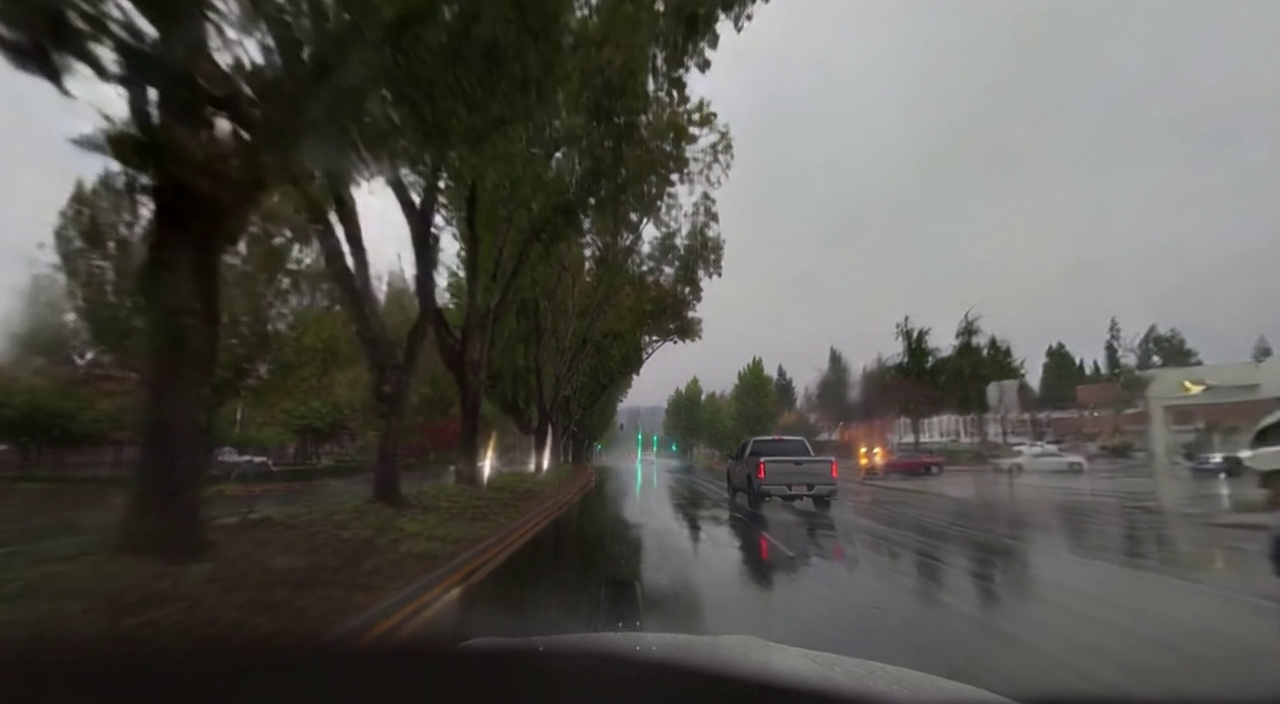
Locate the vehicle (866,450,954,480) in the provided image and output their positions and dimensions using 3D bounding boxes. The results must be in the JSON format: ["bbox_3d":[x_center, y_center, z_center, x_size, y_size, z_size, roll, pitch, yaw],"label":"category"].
[{"bbox_3d":[16.810,7.040,39.484,4.554,1.566,1.925,-3,-9,0],"label":"vehicle"}]

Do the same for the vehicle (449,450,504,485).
[{"bbox_3d":[-8.629,6.097,33.593,1.834,1.695,4.129,0,-9,0],"label":"vehicle"}]

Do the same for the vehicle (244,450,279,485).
[{"bbox_3d":[-29.899,9.113,49.924,1.541,2.550,1.957,-4,-9,0],"label":"vehicle"}]

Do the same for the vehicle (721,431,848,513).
[{"bbox_3d":[3.622,3.122,16.995,2.138,1.836,5.245,0,-9,0],"label":"vehicle"}]

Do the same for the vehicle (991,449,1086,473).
[{"bbox_3d":[25.011,6.865,39.737,4.648,1.444,1.912,0,-9,-1],"label":"vehicle"}]

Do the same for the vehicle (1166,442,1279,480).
[{"bbox_3d":[26.809,4.901,28.589,1.812,1.475,4.541,-3,-9,-3],"label":"vehicle"}]
